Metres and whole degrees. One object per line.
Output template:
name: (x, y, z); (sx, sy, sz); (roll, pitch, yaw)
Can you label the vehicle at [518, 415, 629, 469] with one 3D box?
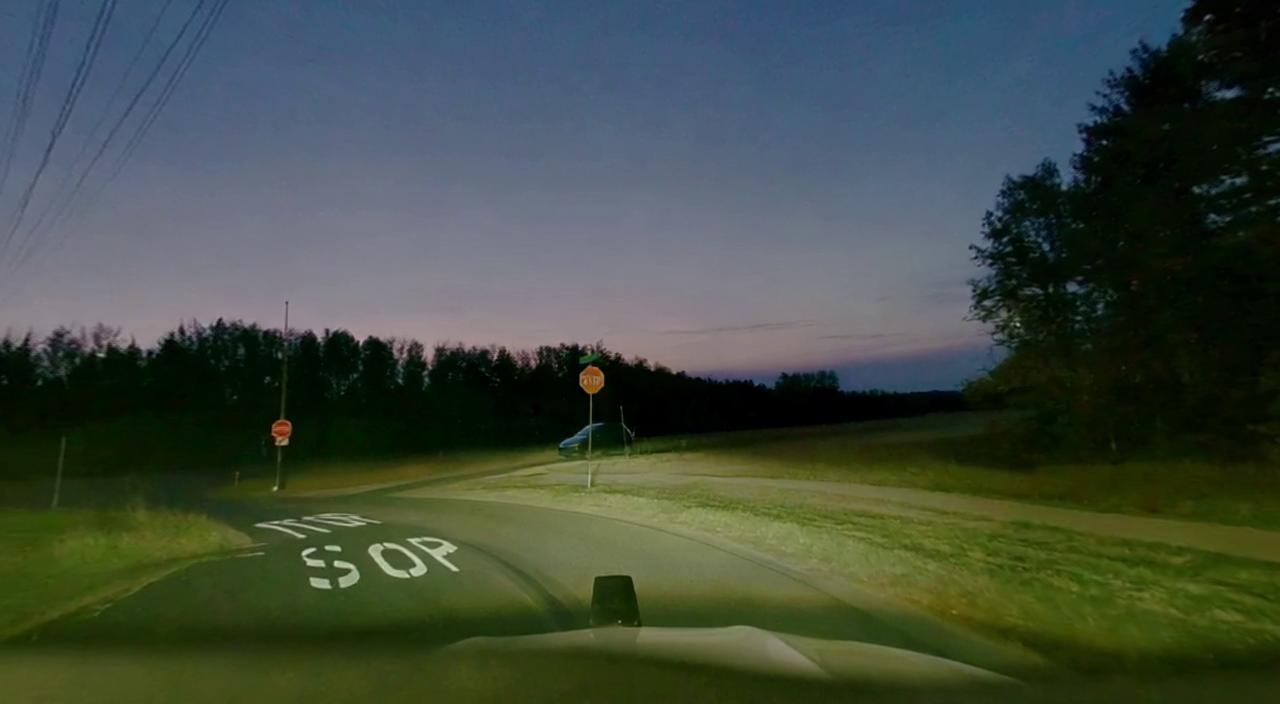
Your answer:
vehicle: (-2.732, 3.770, 26.606); (1.914, 1.574, 4.403); (-11, -6, 41)
